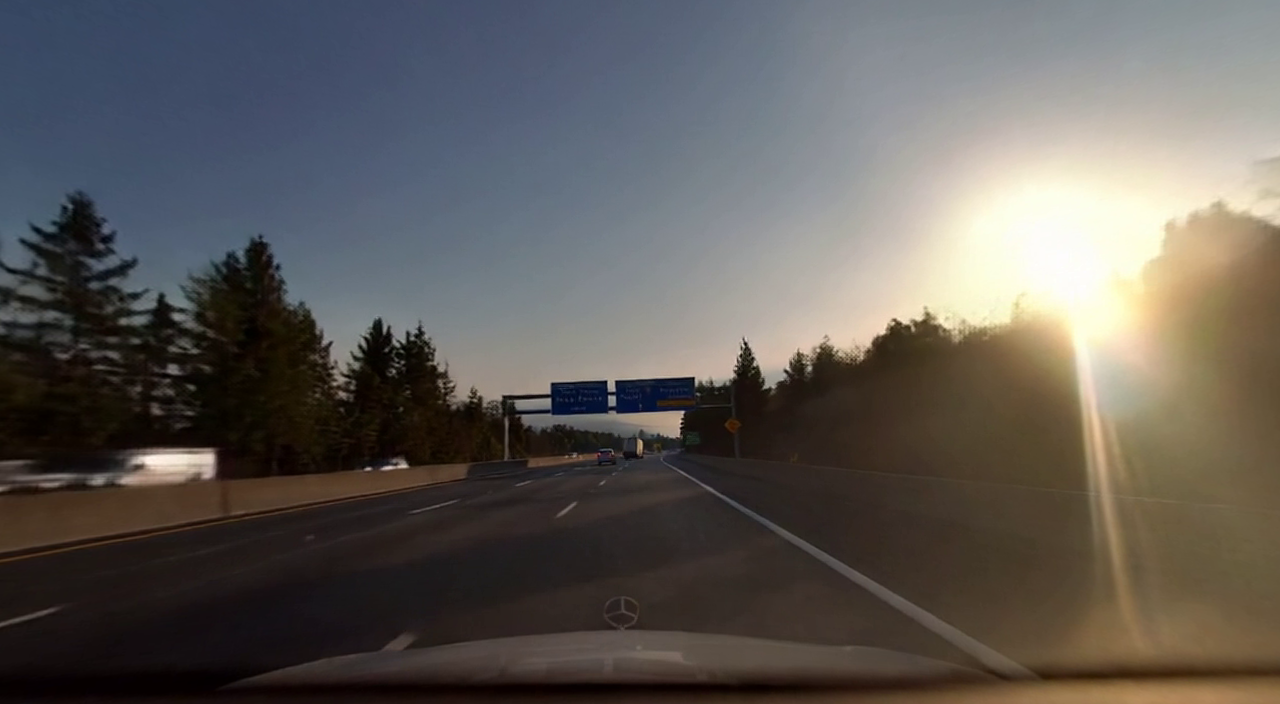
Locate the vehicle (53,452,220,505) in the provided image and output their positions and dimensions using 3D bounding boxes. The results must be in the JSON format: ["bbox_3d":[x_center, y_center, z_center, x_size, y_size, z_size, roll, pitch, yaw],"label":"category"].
[{"bbox_3d":[-19.383,4.837,24.557,2.088,1.792,5.243,0,-9,1],"label":"vehicle"}]

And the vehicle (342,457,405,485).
[{"bbox_3d":[-15.409,6.919,36.518,1.879,1.459,3.901,0,-9,1],"label":"vehicle"}]
